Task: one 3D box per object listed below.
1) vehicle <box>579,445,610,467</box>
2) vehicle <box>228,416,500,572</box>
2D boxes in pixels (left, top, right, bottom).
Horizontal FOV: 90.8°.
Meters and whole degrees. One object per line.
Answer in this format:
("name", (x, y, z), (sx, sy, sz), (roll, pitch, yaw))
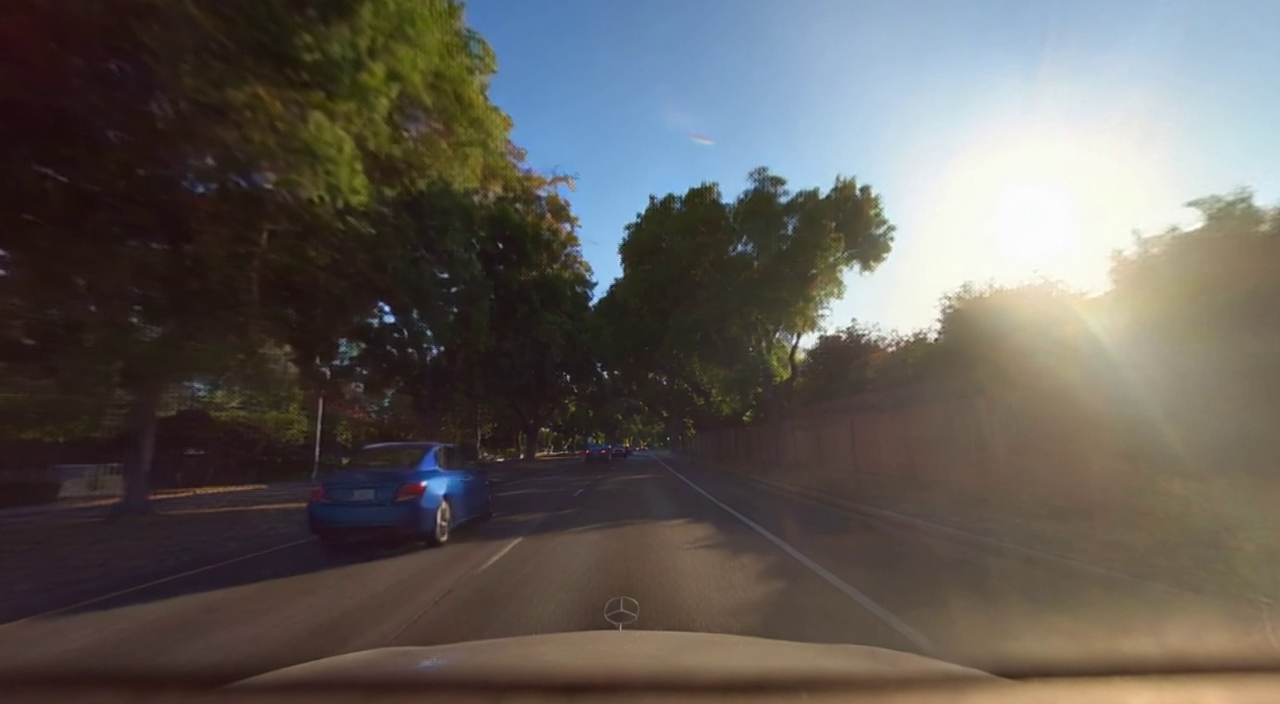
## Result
("vehicle", (-3.152, 7.363, 44.943), (1.870, 1.431, 4.317), (0, -8, 0))
("vehicle", (-3.498, 1.876, 9.164), (1.919, 1.650, 4.546), (0, -8, -1))
